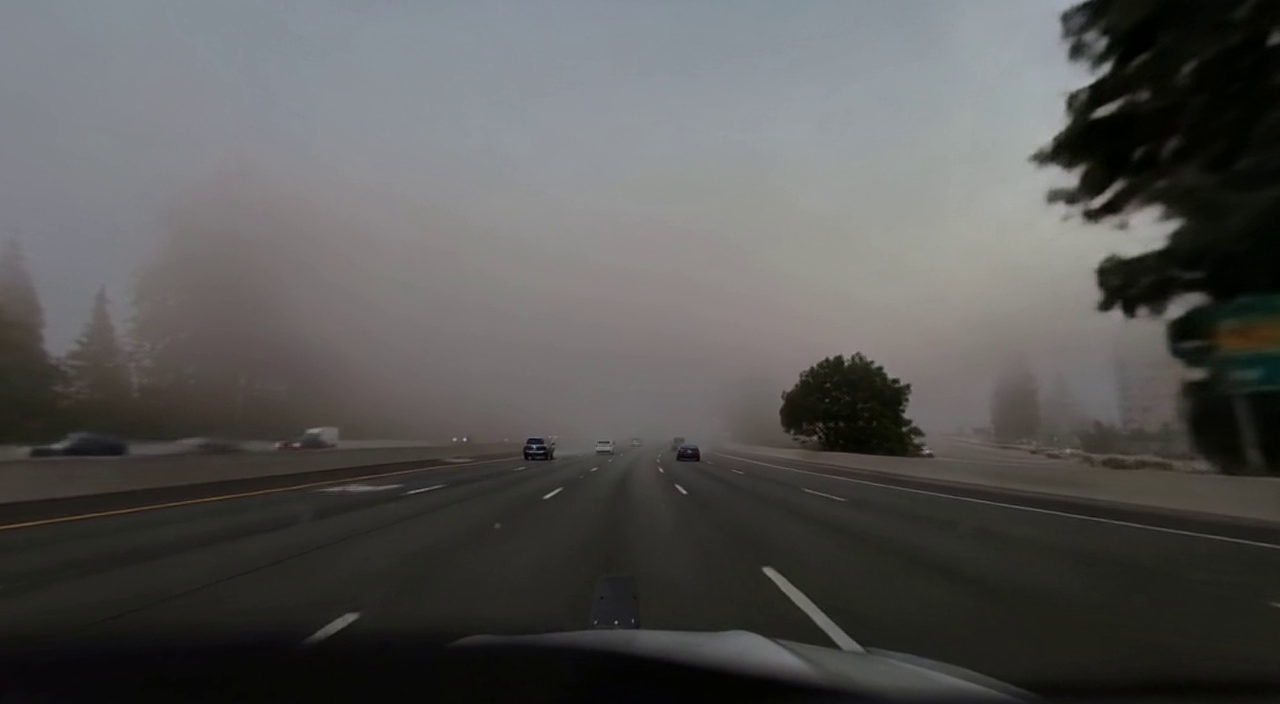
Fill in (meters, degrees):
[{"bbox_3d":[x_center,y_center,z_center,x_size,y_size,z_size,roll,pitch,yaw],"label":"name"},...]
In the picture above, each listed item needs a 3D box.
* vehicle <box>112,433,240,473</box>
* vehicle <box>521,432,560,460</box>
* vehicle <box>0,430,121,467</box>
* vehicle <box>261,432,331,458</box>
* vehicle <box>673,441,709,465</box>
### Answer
[{"bbox_3d":[-20.049,4.398,27.595,2.005,1.576,4.638,0,-8,1],"label":"vehicle"},{"bbox_3d":[-6.998,6.681,44.925,2.009,1.850,4.338,0,-8,1],"label":"vehicle"},{"bbox_3d":[-30.411,5.059,33.173,2.033,1.774,4.856,0,-8,1],"label":"vehicle"},{"bbox_3d":[-26.592,7.234,49.133,2.136,1.862,5.573,0,-8,2],"label":"vehicle"},{"bbox_3d":[3.227,6.464,40.614,1.967,1.475,4.080,0,-8,0],"label":"vehicle"}]
